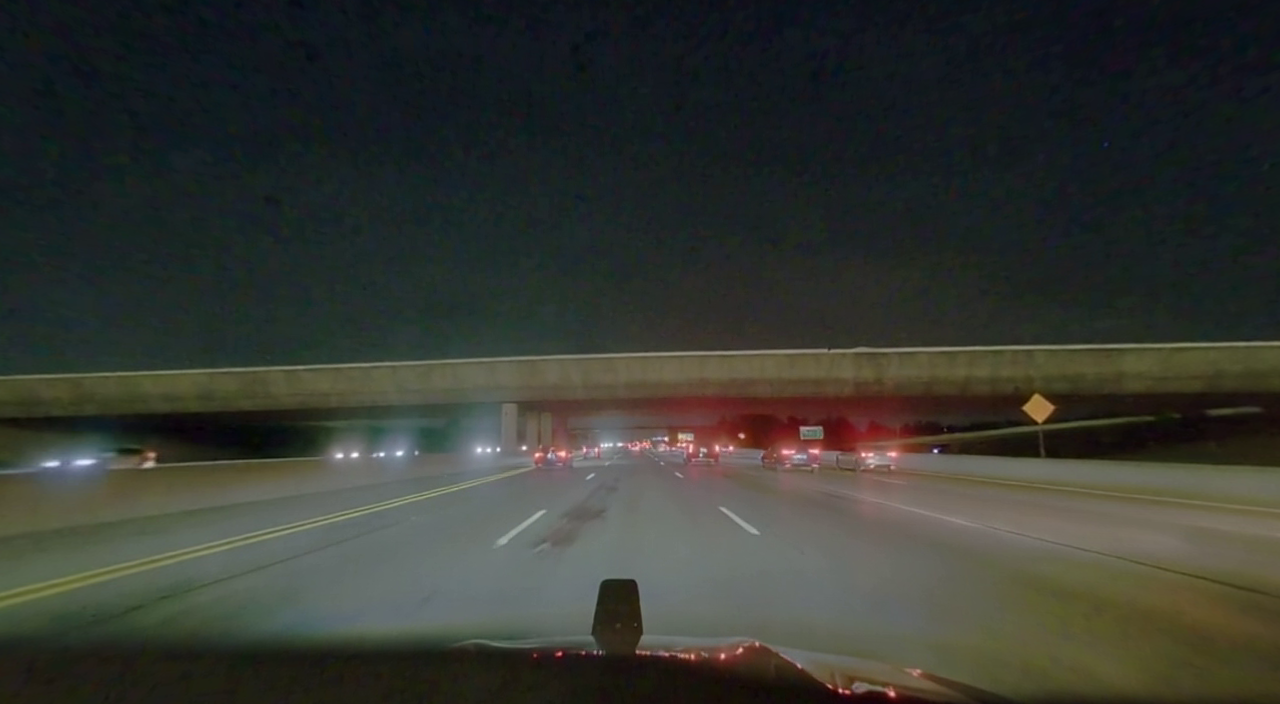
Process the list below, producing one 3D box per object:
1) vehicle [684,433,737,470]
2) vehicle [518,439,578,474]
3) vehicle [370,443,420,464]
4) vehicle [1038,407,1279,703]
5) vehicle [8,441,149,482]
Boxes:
[{"bbox_3d":[3.471,5.032,32.005,2.072,1.761,4.242,0,-9,-1],"label":"vehicle"},{"bbox_3d":[-4.124,4.780,29.134,1.997,1.476,4.703,0,-9,1],"label":"vehicle"},{"bbox_3d":[-17.612,7.325,45.576,1.921,1.444,4.551,0,-9,-2],"label":"vehicle"},{"bbox_3d":[3.599,0.870,1.928,1.989,1.472,4.322,0,-9,1],"label":"vehicle"},{"bbox_3d":[-23.524,4.592,26.724,1.960,1.555,4.492,0,-9,-2],"label":"vehicle"}]
